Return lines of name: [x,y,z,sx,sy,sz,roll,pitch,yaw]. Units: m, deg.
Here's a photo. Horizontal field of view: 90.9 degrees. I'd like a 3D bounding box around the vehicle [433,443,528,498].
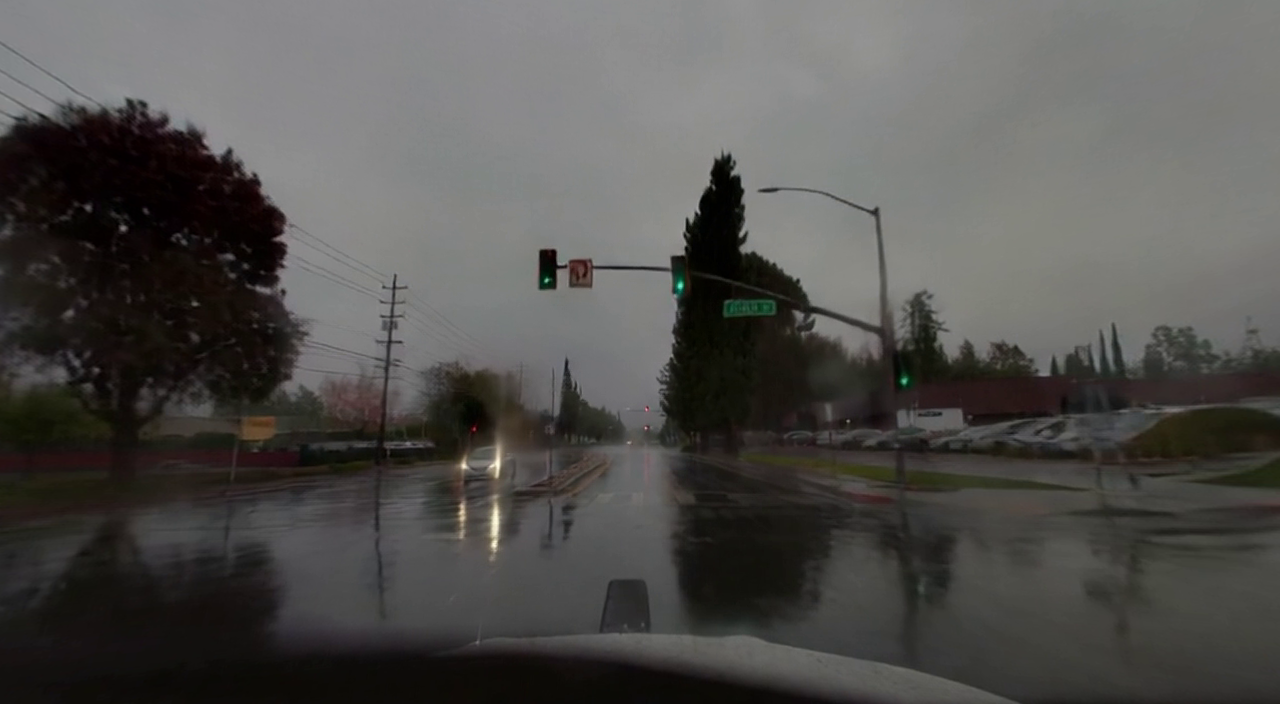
vehicle: [-5.155,3.865,21.225,1.948,1.471,5.408,2,-7,-2]
